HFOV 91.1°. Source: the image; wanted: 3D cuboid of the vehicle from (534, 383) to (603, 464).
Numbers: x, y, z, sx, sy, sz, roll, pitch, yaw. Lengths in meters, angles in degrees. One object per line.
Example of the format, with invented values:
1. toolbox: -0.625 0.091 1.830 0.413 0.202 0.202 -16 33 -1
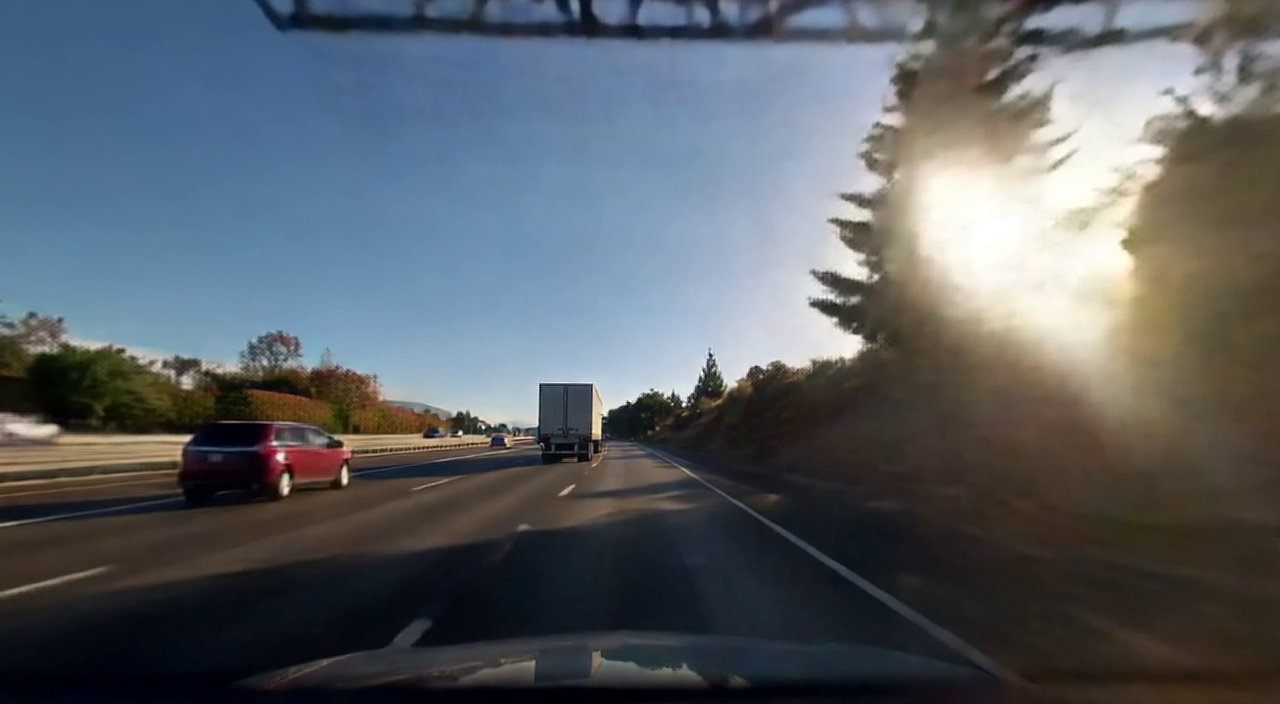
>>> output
1. vehicle: -3.937 4.406 37.501 3.002 3.987 12.477 -1 -8 -2

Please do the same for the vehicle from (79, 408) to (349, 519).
1. vehicle: -7.582 2.005 11.922 2.075 1.691 4.431 0 -8 -1
